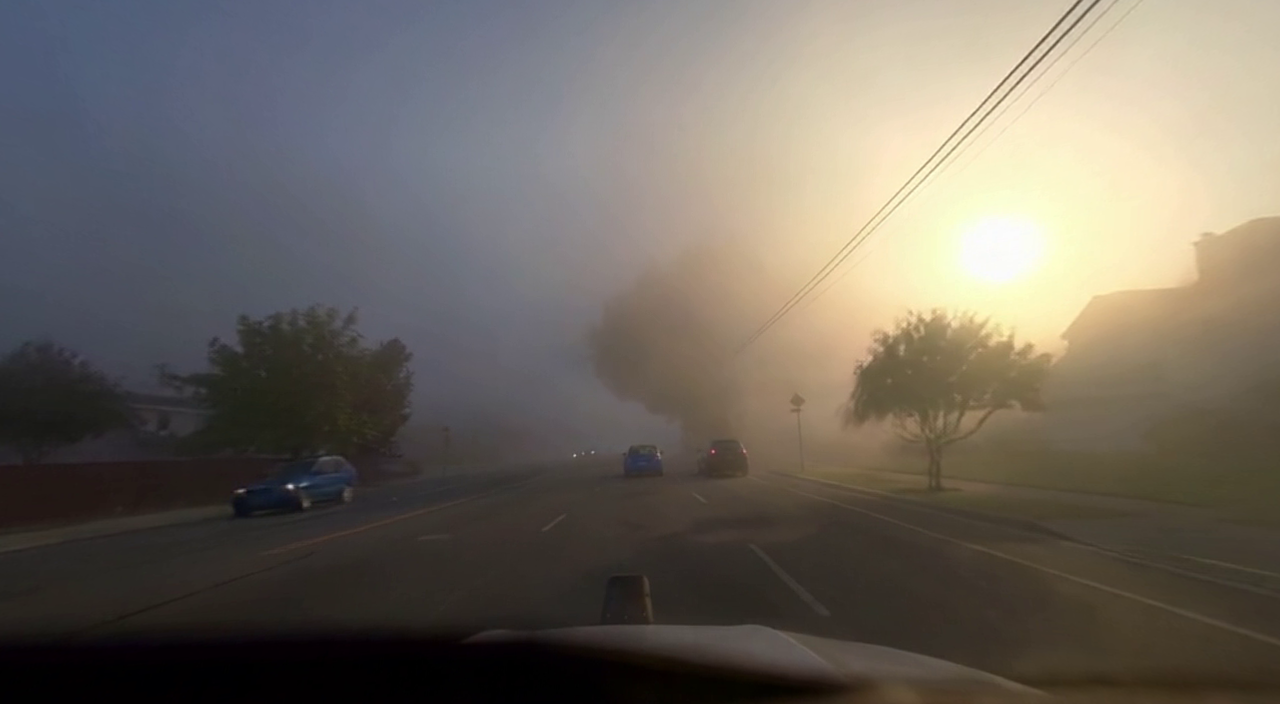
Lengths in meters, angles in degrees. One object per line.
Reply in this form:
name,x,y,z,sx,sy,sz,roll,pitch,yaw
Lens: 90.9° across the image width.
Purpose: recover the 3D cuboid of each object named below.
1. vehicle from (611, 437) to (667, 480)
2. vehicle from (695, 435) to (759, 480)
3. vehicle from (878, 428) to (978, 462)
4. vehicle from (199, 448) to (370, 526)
vehicle,-0.044,4.531,27.032,2.200,1.653,4.127,0,-8,0
vehicle,3.594,4.427,26.769,2.024,1.711,4.512,0,-8,0
vehicle,15.412,5.019,33.915,4.378,1.754,2.007,1,-9,0
vehicle,-9.595,3.628,17.558,2.101,1.703,4.481,-4,-9,1
